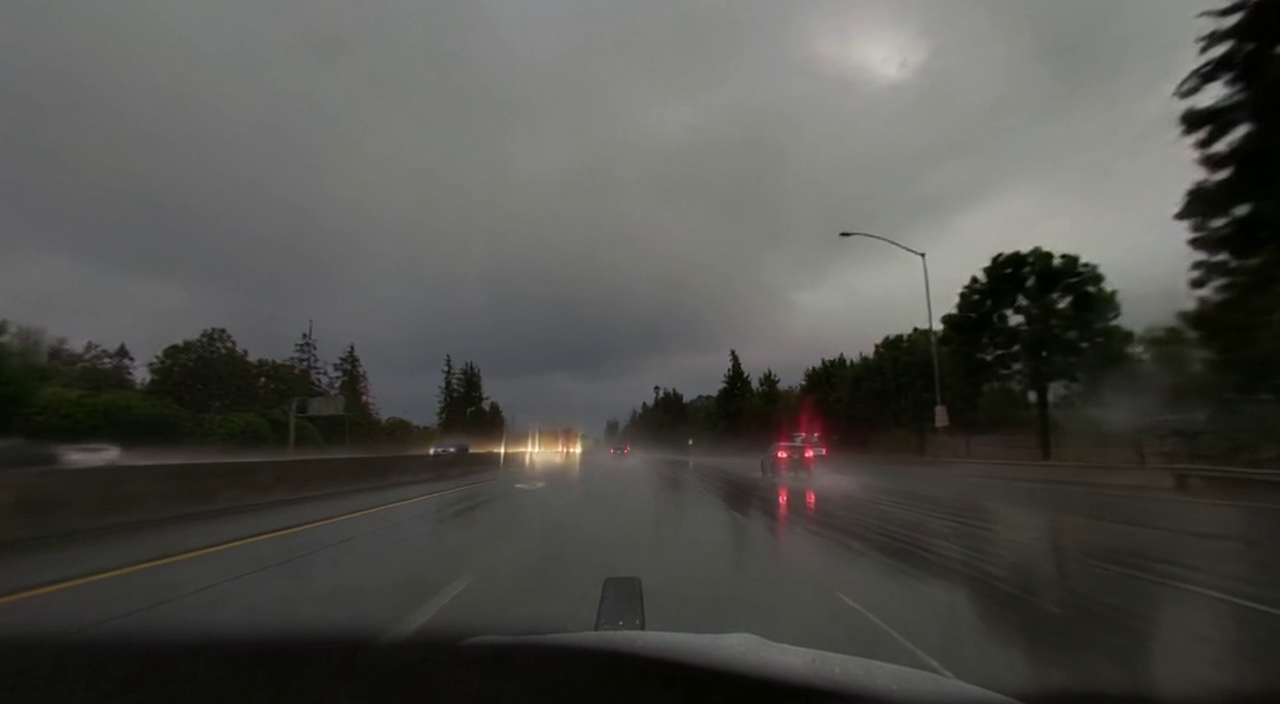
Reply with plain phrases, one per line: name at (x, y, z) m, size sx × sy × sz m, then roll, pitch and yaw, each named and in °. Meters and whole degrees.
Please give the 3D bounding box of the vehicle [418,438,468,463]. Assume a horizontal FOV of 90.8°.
vehicle at (-14.032, 7.074, 45.359) m, size 2.134 × 1.624 × 4.589 m, roll 0°, pitch -9°, yaw 0°

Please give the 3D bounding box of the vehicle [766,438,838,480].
vehicle at (7.038, 4.692, 27.889) m, size 2.081 × 1.705 × 3.926 m, roll 0°, pitch -9°, yaw -1°
